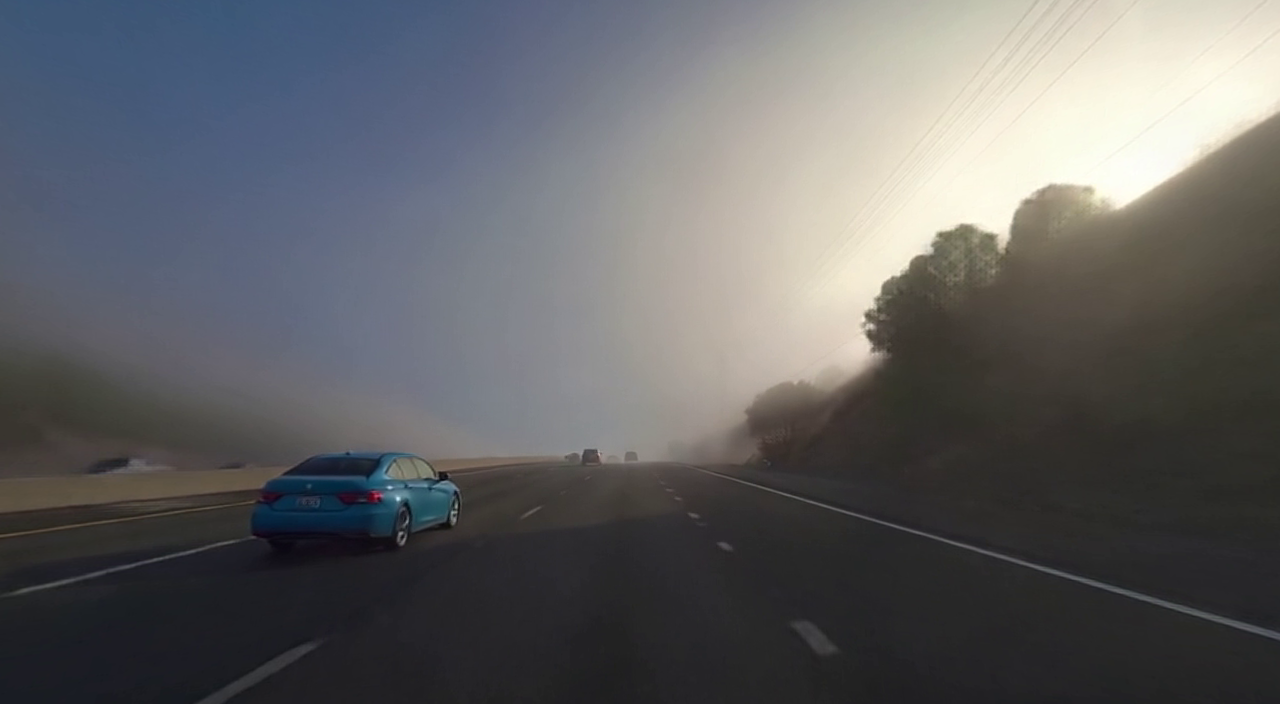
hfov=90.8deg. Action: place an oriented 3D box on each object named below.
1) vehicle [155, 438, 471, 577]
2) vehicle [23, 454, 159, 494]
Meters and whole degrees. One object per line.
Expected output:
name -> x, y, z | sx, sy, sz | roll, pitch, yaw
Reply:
vehicle -> -4.224, 2.074, 9.399 | 2.064, 1.489, 4.966 | 0, -9, 0
vehicle -> -25.582, 5.678, 29.765 | 2.003, 1.633, 4.925 | 0, -9, -1
